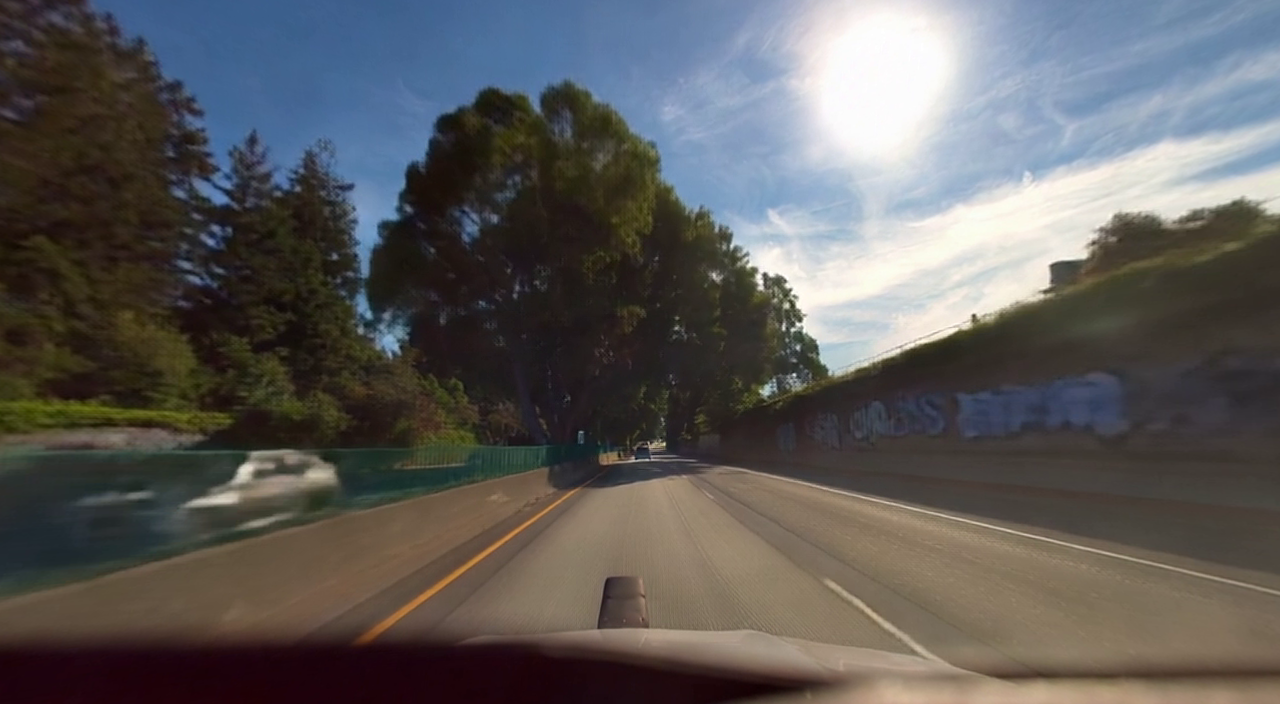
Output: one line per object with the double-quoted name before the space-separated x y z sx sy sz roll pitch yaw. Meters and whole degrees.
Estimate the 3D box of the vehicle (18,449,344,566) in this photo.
"vehicle" -7.003 2.361 10.423 2.034 1.457 4.469 0 -8 0
